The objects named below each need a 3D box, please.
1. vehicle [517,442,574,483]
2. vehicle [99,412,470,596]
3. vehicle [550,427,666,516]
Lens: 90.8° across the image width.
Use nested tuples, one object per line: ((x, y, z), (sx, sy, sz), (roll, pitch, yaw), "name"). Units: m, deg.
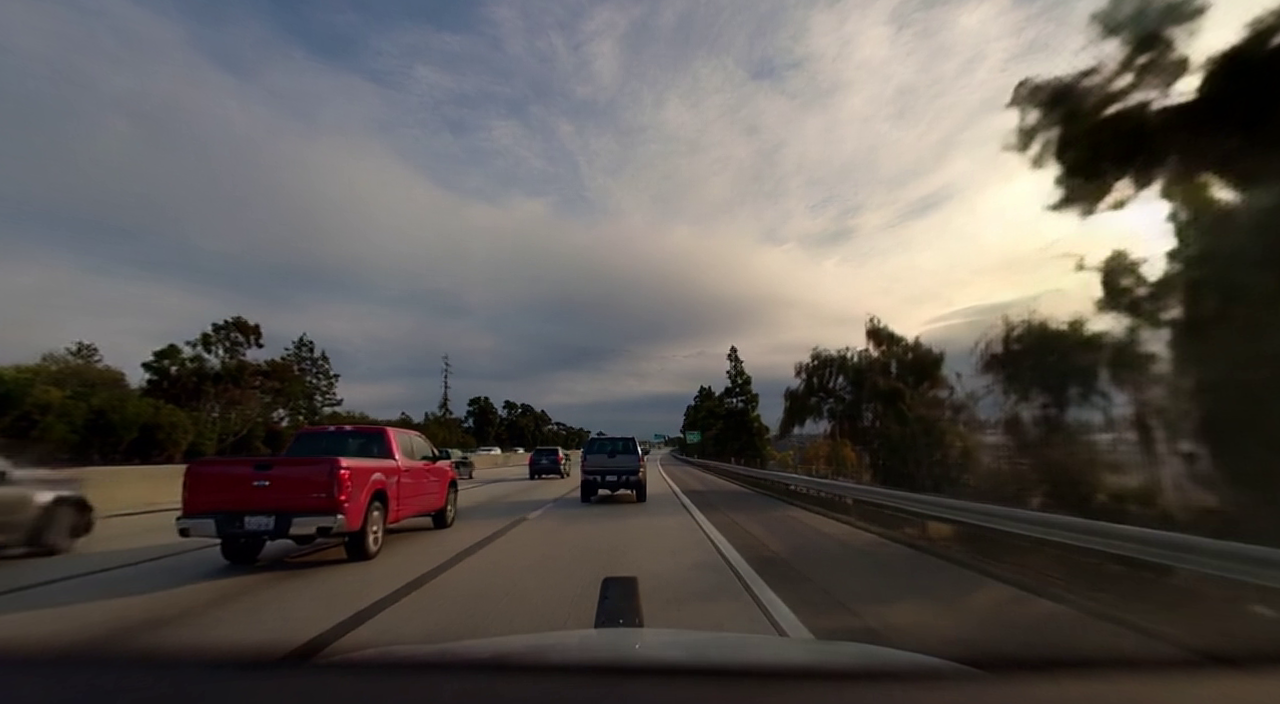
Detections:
((-4.403, 5.221, 30.137), (1.991, 1.776, 4.333), (0, -8, 1), "vehicle")
((-4.030, 1.803, 8.560), (2.038, 1.704, 5.181), (0, -8, -1), "vehicle")
((-0.597, 2.702, 14.795), (2.293, 1.753, 4.380), (0, -8, 1), "vehicle")
